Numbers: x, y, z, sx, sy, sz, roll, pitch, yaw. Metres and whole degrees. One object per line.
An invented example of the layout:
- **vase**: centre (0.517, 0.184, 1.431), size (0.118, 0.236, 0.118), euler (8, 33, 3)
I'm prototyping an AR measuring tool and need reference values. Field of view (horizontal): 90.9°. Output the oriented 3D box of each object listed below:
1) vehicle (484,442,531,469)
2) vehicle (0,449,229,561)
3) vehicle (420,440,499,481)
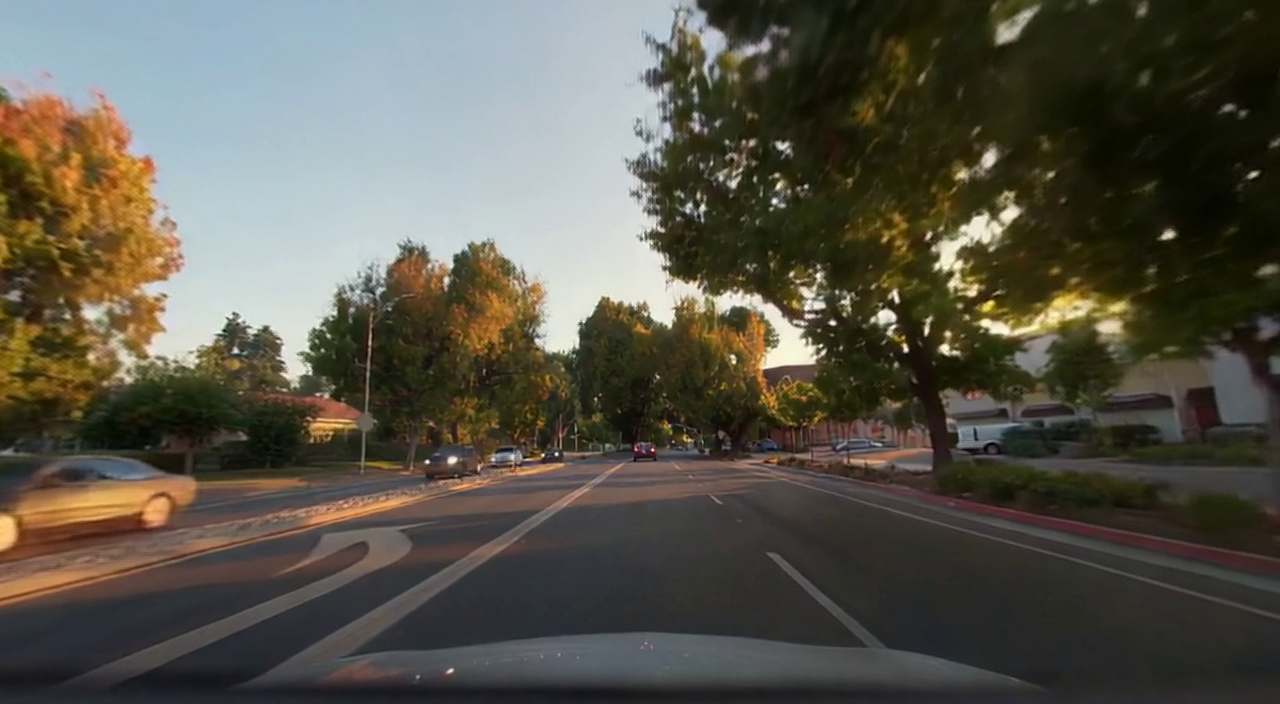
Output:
- **vehicle**: centre (-9.268, 7.256, 44.479), size (2.230, 1.777, 4.797), euler (-1, -8, 1)
- **vehicle**: centre (-9.965, 2.482, 10.964), size (2.084, 1.517, 5.096), euler (-1, -8, 2)
- **vehicle**: centre (-8.500, 5.127, 30.165), size (2.250, 1.747, 4.492), euler (-1, -8, 2)
